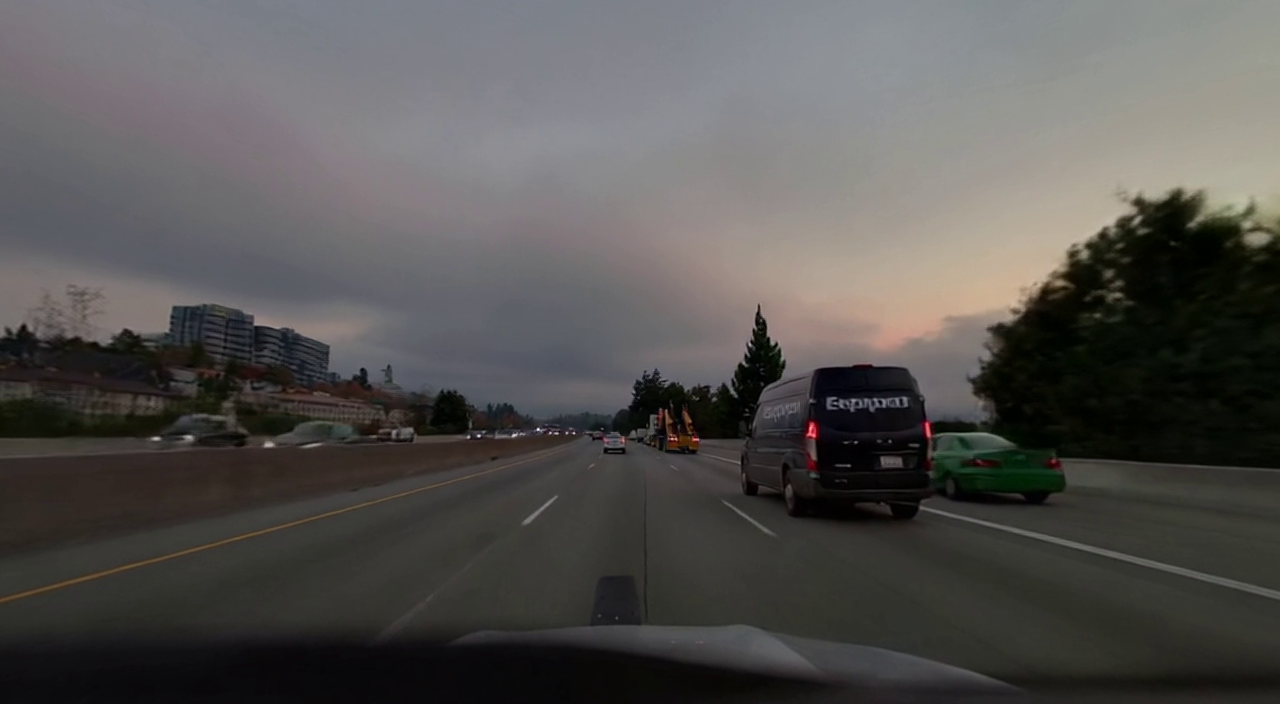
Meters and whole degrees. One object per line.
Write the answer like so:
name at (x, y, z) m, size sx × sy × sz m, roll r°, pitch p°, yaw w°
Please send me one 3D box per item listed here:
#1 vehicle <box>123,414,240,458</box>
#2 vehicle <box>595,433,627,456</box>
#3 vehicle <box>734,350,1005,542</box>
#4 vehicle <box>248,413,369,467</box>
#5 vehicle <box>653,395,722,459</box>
vehicle at (-22.576, 4.188, 31.347) m, size 2.076 × 1.998 × 5.184 m, roll 0°, pitch -8°, yaw -3°
vehicle at (-2.076, 6.623, 45.228) m, size 2.217 × 1.502 × 4.222 m, roll 0°, pitch -8°, yaw -2°
vehicle at (3.449, 1.609, 11.257) m, size 2.386 × 2.509 × 5.880 m, roll 0°, pitch -8°, yaw -2°
vehicle at (-11.491, 3.090, 22.257) m, size 2.046 × 1.697 × 4.190 m, roll 0°, pitch -8°, yaw -1°
vehicle at (2.894, 5.052, 41.772) m, size 2.912 × 3.738 × 10.123 m, roll 0°, pitch -8°, yaw -5°
